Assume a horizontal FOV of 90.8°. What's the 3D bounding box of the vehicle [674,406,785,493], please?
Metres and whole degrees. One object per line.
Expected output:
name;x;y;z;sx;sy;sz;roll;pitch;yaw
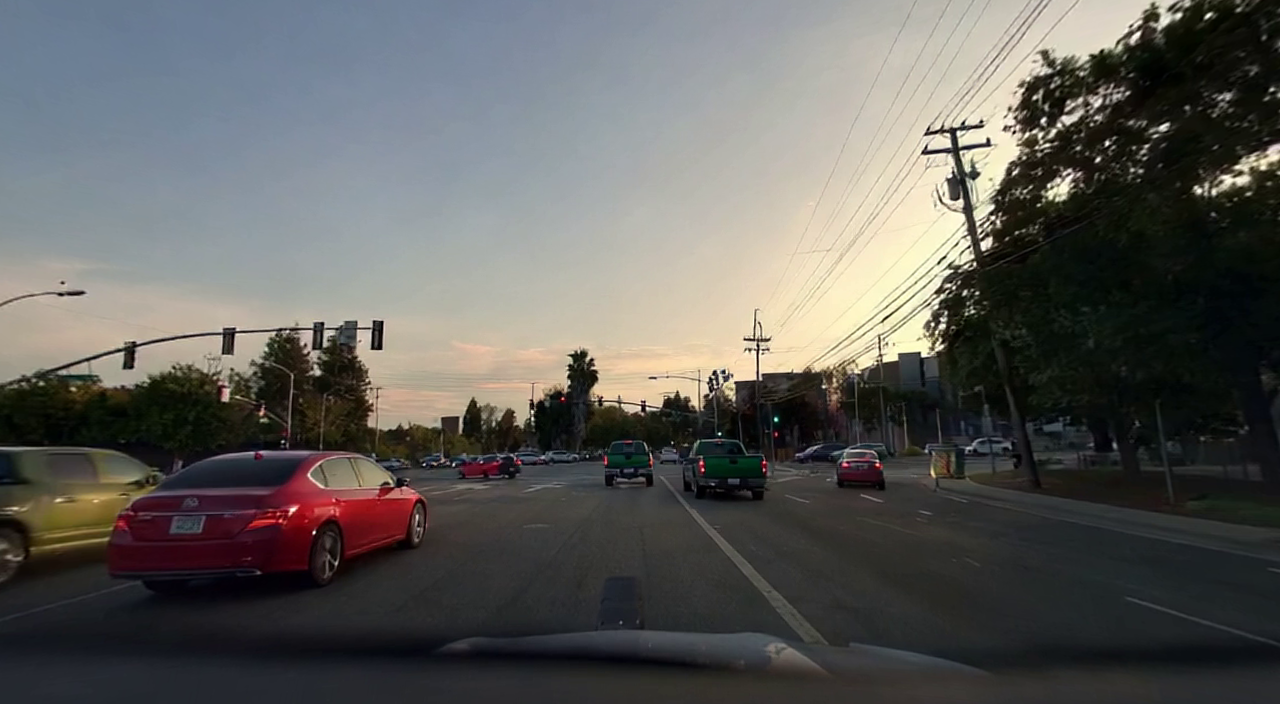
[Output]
vehicle;2.931;3.502;22.816;2.905;2.636;6.895;0;-9;-1

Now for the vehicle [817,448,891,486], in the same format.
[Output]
vehicle;9.052;4.884;27.096;2.212;1.466;4.126;-1;-9;8

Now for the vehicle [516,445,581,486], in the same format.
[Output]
vehicle;-4.175;5.258;29.627;2.273;1.749;4.385;0;-9;1

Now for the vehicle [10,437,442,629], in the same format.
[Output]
vehicle;-3.979;1.769;7.295;1.939;1.494;4.499;0;-9;0

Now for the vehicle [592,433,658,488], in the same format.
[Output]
vehicle;-0.560;4.752;28.042;2.643;2.145;5.585;0;-8;1
